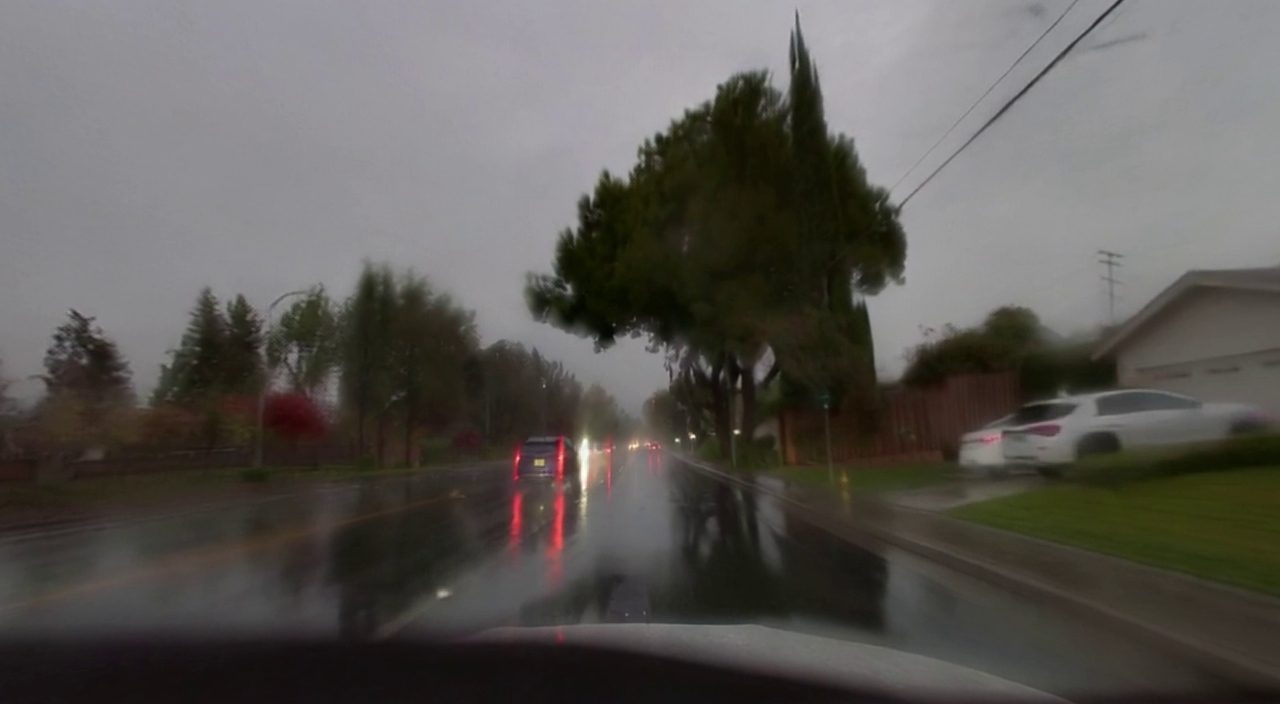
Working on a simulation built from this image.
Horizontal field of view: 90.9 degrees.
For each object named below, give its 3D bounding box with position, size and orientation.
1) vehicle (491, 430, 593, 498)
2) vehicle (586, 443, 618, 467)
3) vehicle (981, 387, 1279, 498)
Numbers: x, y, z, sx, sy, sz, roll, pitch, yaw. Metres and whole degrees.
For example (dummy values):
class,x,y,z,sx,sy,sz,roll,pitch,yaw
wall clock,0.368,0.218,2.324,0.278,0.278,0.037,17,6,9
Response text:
class,x,y,z,sx,sy,sz,roll,pitch,yaw
vehicle,-2.779,3.311,18.987,2.190,1.766,4.394,0,-9,2
vehicle,-2.490,6.833,42.013,1.802,1.528,3.490,0,-9,1
vehicle,9.954,1.817,12.717,4.944,2.023,1.973,0,-8,1
